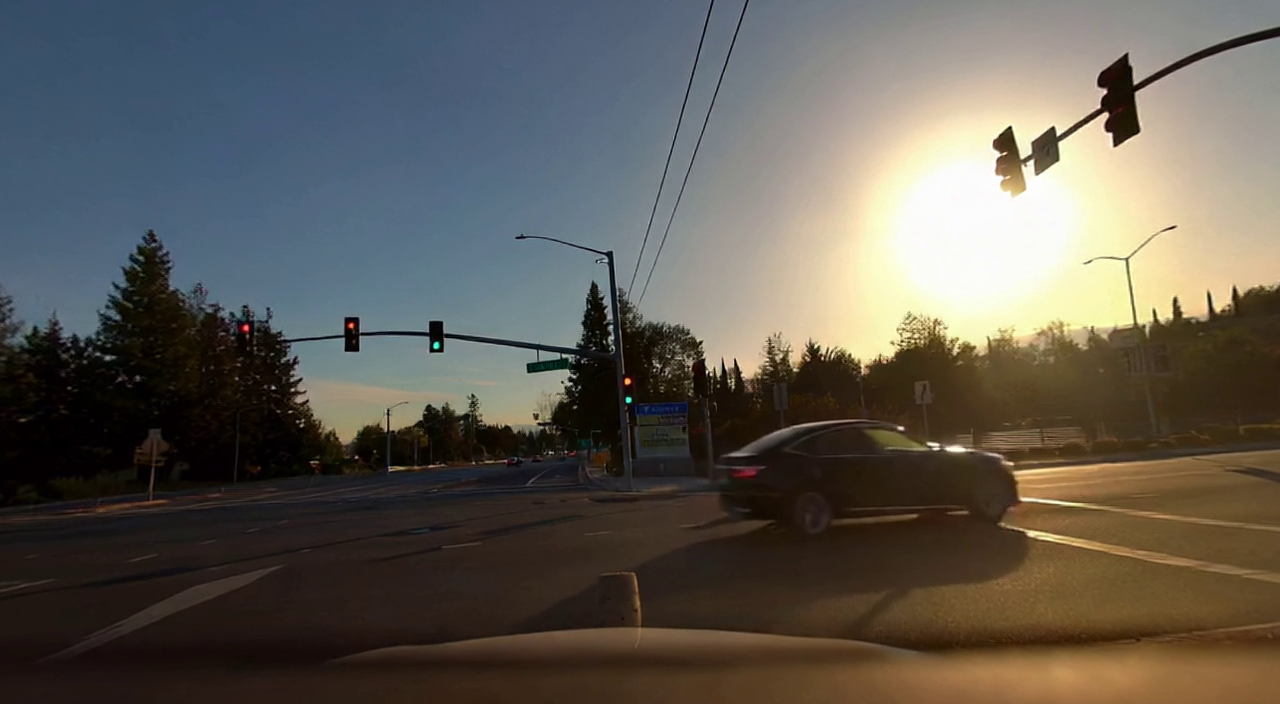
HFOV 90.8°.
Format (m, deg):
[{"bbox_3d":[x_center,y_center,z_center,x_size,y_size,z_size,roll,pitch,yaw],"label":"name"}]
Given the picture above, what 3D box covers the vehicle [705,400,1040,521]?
[{"bbox_3d":[3.736,1.817,10.863,4.881,1.807,2.135,1,-8,-5],"label":"vehicle"}]
